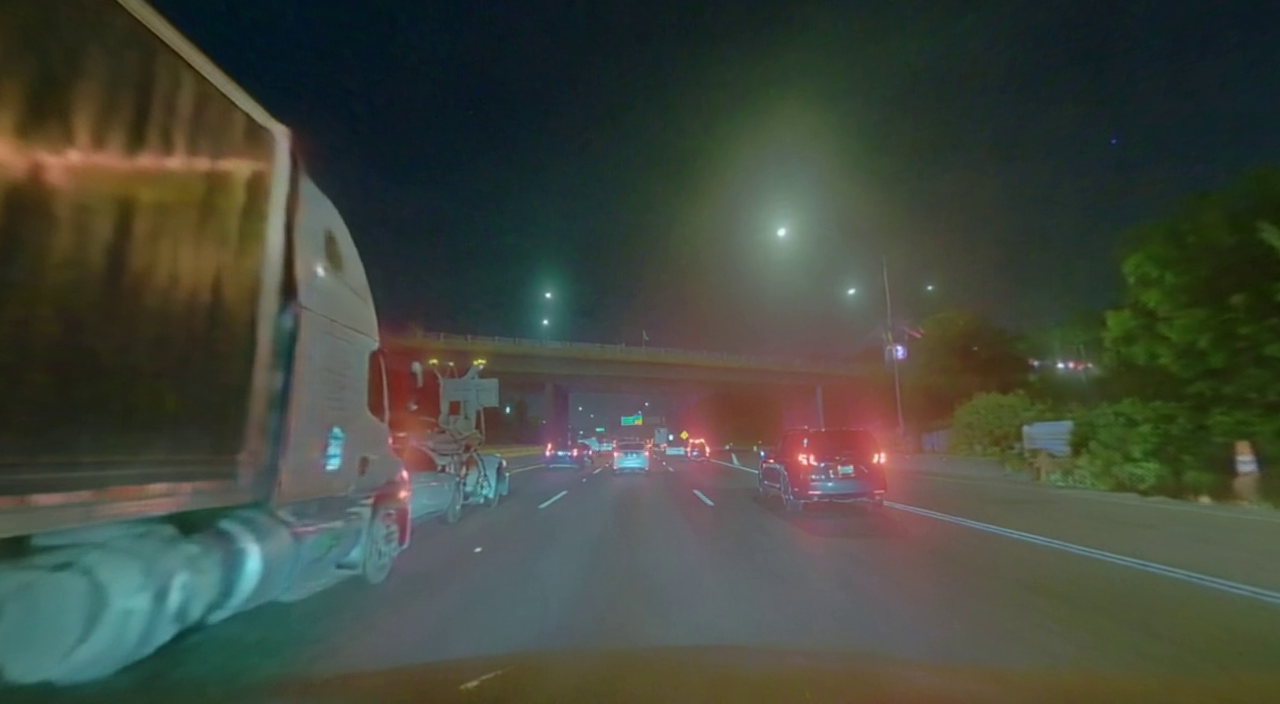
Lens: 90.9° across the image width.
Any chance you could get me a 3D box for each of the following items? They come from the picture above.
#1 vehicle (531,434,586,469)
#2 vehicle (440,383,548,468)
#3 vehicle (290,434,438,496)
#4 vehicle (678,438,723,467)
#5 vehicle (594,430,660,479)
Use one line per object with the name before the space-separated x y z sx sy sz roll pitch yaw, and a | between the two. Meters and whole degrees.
vehicle | -4.036 5.007 31.969 2.124 1.639 4.344 0 -8 2
vehicle | -7.440 4.106 34.113 2.959 3.886 10.574 0 -8 2
vehicle | -7.482 3.104 17.753 1.948 1.494 4.749 0 -8 1
vehicle | 3.182 5.374 33.939 2.003 1.465 4.092 0 -8 -1
vehicle | -0.466 3.865 23.999 2.270 1.696 4.061 0 -8 0
